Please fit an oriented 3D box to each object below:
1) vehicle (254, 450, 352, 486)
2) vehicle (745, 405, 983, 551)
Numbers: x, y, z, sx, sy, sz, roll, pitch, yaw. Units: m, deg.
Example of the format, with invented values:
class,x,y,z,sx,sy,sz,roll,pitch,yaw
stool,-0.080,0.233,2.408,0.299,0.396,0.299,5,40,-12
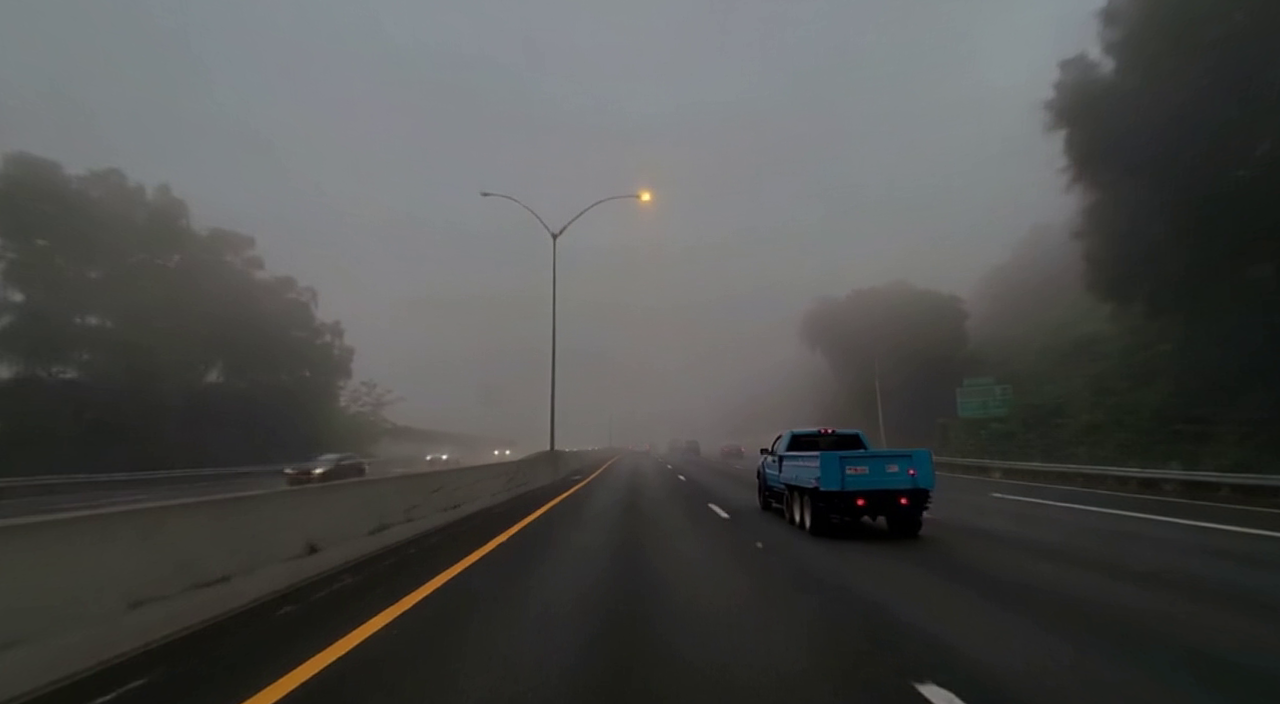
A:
class,x,y,z,sx,sy,sz,roll,pitch,yaw
vehicle,-15.306,5.263,29.026,1.969,1.469,4.702,0,-9,-1
vehicle,3.039,1.832,9.805,1.973,1.710,4.476,0,-9,-1
